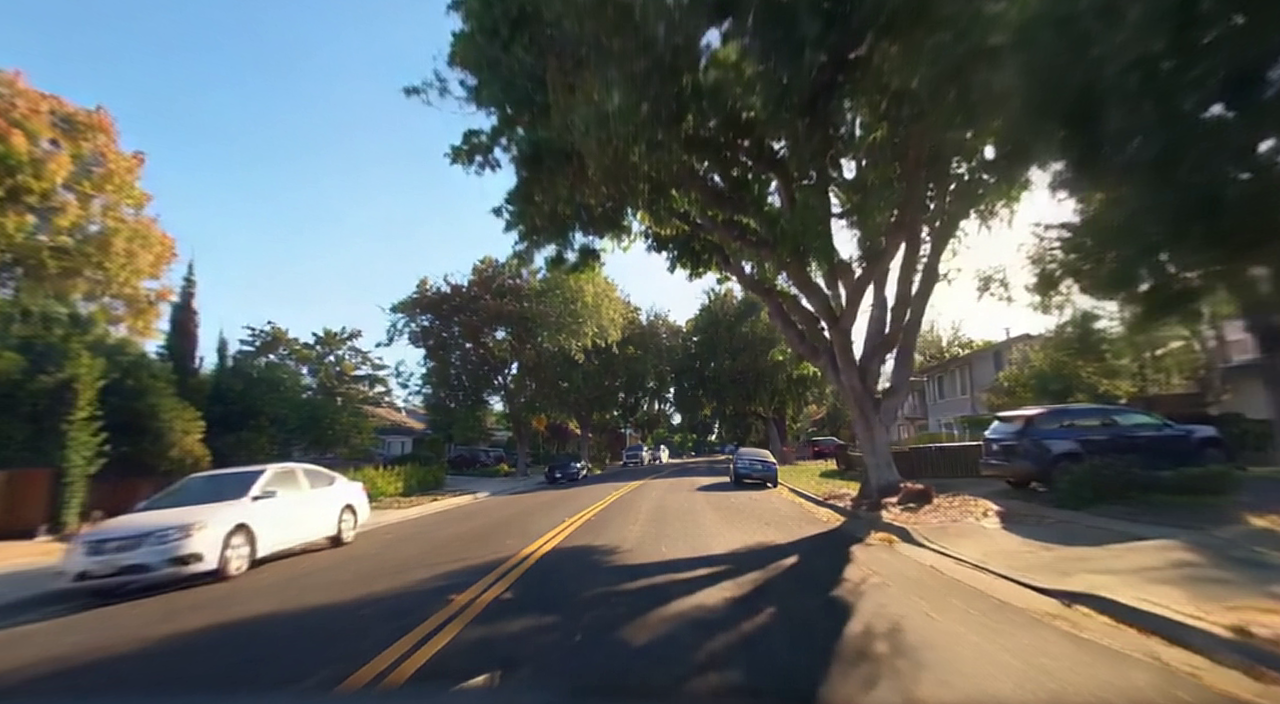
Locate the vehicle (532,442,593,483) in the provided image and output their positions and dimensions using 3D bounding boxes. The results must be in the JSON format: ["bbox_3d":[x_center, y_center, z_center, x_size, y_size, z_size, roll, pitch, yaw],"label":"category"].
[{"bbox_3d":[-3.661,5.432,30.660,2.005,1.557,4.172,-3,-15,6],"label":"vehicle"}]

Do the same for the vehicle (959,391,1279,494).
[{"bbox_3d":[9.725,1.880,13.127,5.009,1.906,2.046,-1,-8,7],"label":"vehicle"}]

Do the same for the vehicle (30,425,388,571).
[{"bbox_3d":[-5.641,2.190,9.196,1.972,1.536,4.347,-3,-15,2],"label":"vehicle"}]

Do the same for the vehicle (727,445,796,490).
[{"bbox_3d":[4.340,4.164,23.123,1.972,1.460,4.137,-1,-8,4],"label":"vehicle"}]
